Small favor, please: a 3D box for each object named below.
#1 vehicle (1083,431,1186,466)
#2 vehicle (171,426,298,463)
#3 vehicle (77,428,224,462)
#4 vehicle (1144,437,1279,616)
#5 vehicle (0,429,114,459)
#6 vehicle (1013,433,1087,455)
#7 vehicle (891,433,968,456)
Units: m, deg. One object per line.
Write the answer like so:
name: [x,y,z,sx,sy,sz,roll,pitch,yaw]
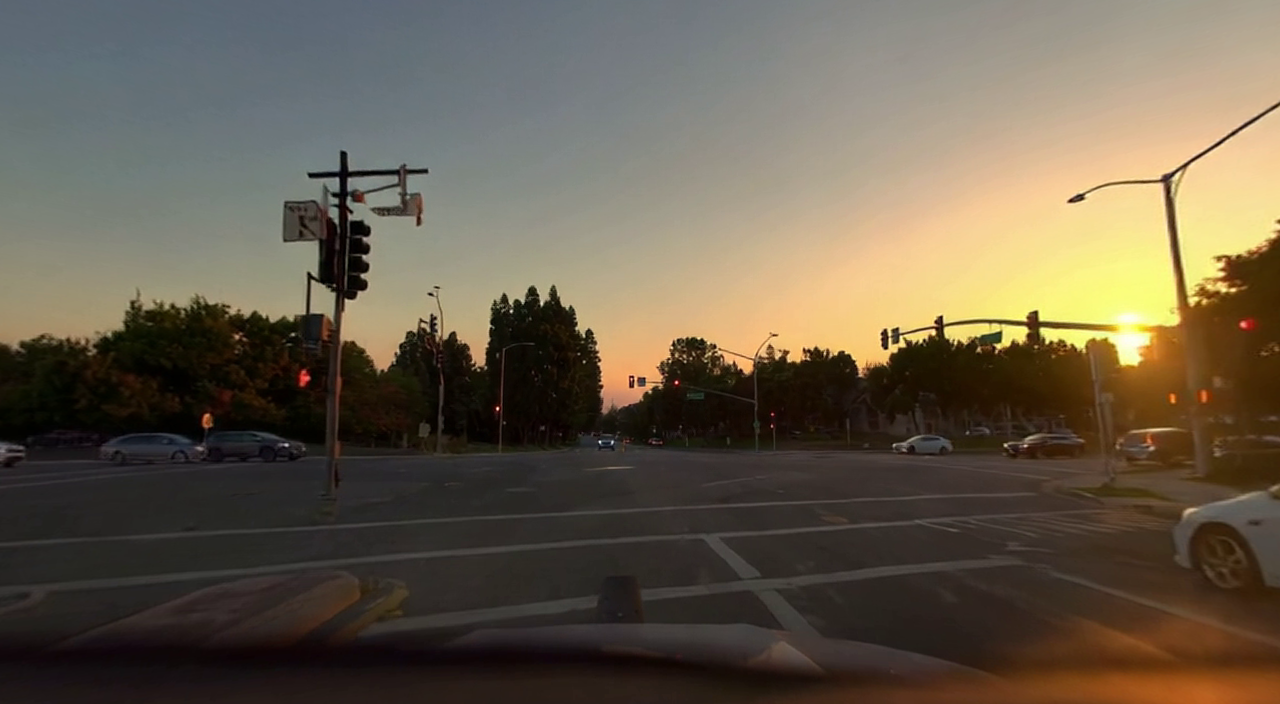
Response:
vehicle: [23.501,4.577,30.013,4.515,1.543,1.872,4,-9,-25]
vehicle: [-17.879,4.114,28.103,4.331,1.544,1.896,3,-9,-18]
vehicle: [-22.488,4.320,29.245,4.912,1.485,1.922,3,-9,-16]
vehicle: [6.059,1.286,4.281,1.815,1.417,4.125,0,-8,-1]
vehicle: [-30.562,4.751,32.608,4.683,1.495,2.119,3,-9,-18]
vehicle: [30.130,6.752,46.406,4.481,1.561,2.001,3,-9,-16]
vehicle: [19.494,6.251,42.621,4.516,1.468,1.962,3,-9,-19]
